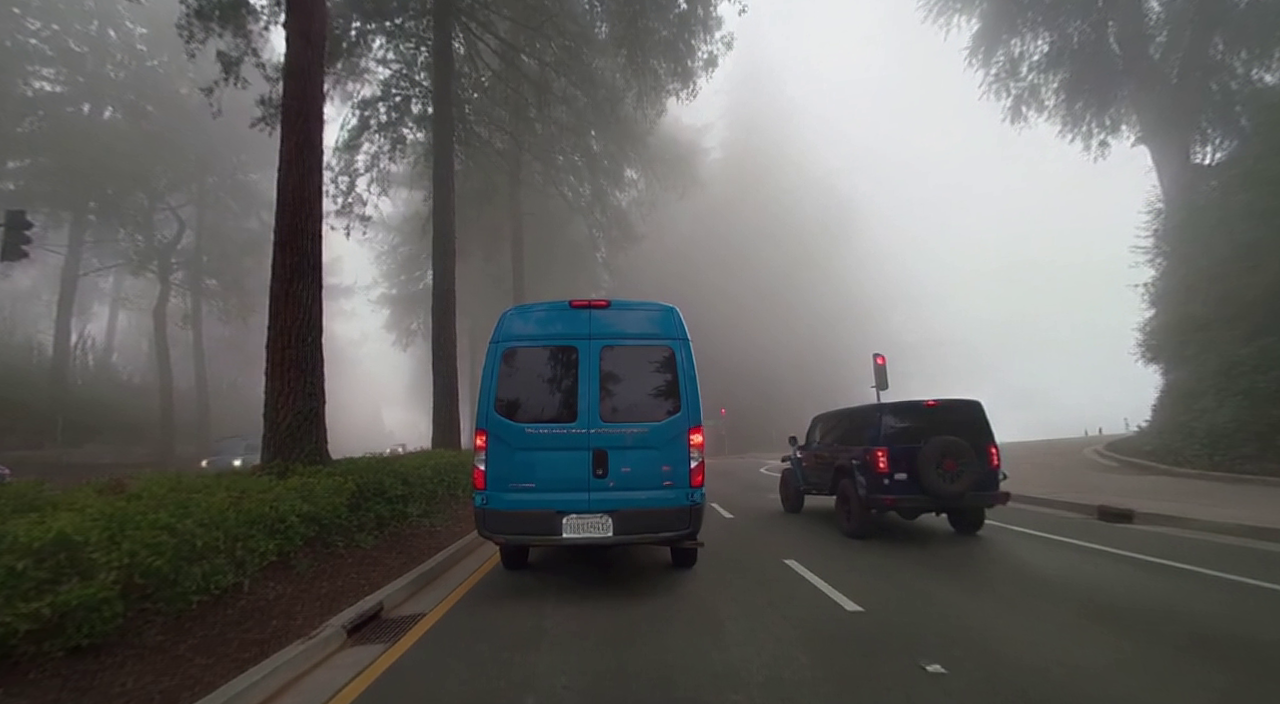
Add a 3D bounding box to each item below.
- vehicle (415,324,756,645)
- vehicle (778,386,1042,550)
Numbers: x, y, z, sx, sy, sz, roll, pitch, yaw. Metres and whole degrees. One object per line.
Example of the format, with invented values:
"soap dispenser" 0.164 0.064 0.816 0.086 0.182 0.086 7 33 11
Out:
"vehicle" -0.305 1.144 6.252 2.145 2.046 4.309 0 -9 1
"vehicle" 3.551 1.625 9.315 1.988 1.873 3.968 0 -9 -2
